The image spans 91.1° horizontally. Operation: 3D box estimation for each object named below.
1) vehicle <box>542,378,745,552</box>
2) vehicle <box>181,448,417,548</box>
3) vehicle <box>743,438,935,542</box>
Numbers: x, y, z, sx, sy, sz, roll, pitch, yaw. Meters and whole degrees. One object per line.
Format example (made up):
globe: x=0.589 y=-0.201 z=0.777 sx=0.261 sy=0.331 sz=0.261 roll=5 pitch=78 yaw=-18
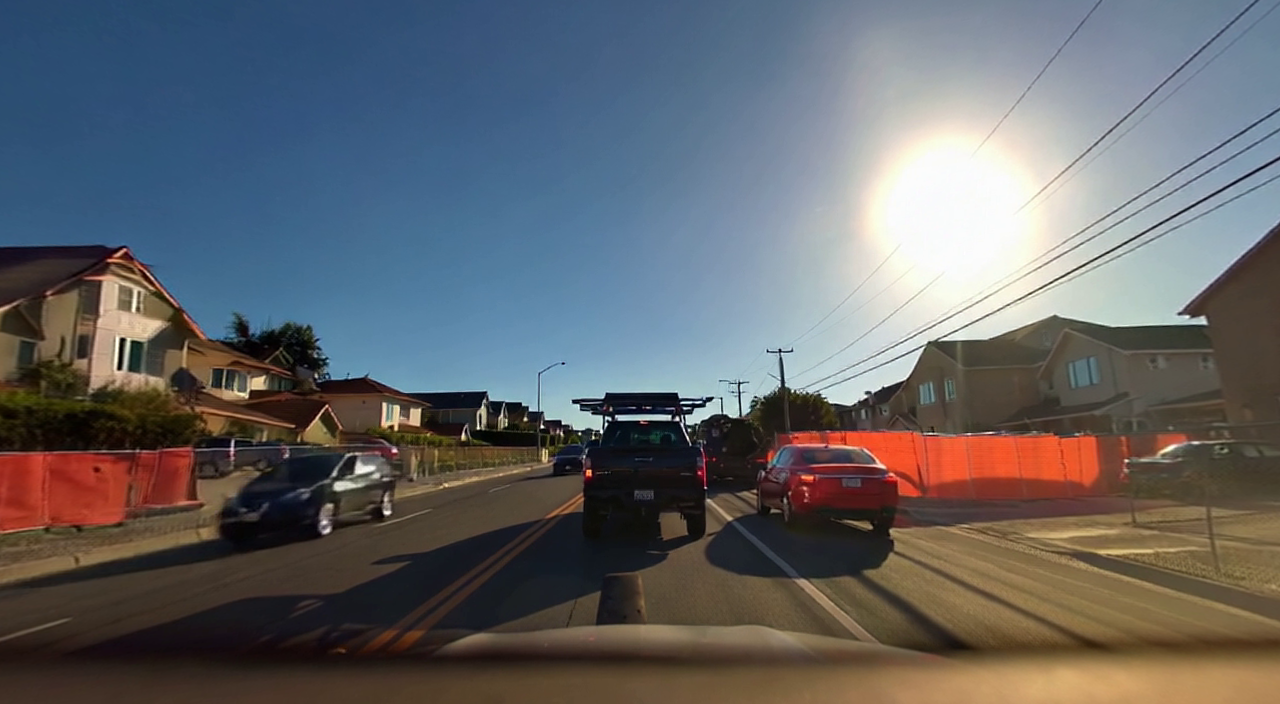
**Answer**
vehicle: x=0.089 y=2.006 z=11.784 sx=2.751 sy=2.361 sz=6.347 roll=0 pitch=-8 yaw=1
vehicle: x=-6.138 y=2.625 z=12.089 sx=1.953 sy=1.528 sz=4.492 roll=0 pitch=-8 yaw=1
vehicle: x=3.303 y=2.370 z=11.545 sx=2.010 sy=1.499 sz=4.481 roll=0 pitch=-8 yaw=-1
